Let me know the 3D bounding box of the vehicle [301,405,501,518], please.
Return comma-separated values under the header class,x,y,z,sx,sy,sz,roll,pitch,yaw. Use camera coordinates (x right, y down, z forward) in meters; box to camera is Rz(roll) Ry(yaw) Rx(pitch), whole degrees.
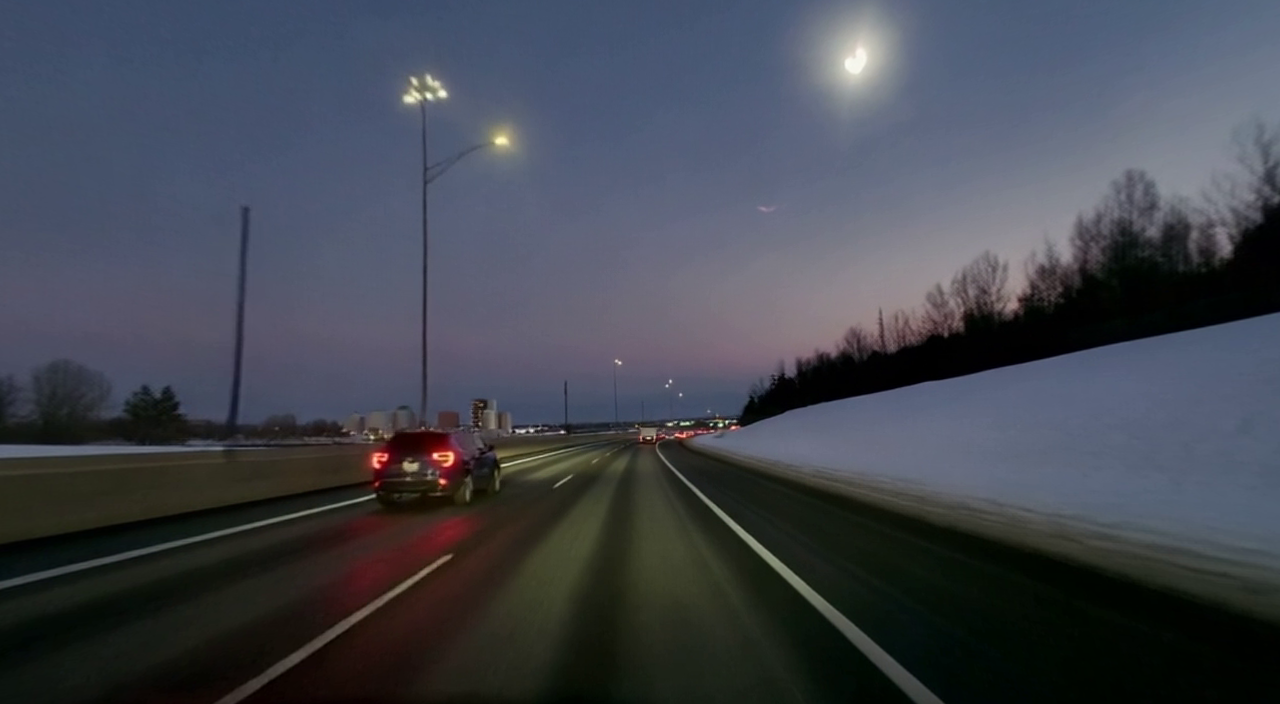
class,x,y,z,sx,sy,sz,roll,pitch,yaw
vehicle,-4.057,1.930,11.607,2.018,1.678,4.312,0,-8,0
